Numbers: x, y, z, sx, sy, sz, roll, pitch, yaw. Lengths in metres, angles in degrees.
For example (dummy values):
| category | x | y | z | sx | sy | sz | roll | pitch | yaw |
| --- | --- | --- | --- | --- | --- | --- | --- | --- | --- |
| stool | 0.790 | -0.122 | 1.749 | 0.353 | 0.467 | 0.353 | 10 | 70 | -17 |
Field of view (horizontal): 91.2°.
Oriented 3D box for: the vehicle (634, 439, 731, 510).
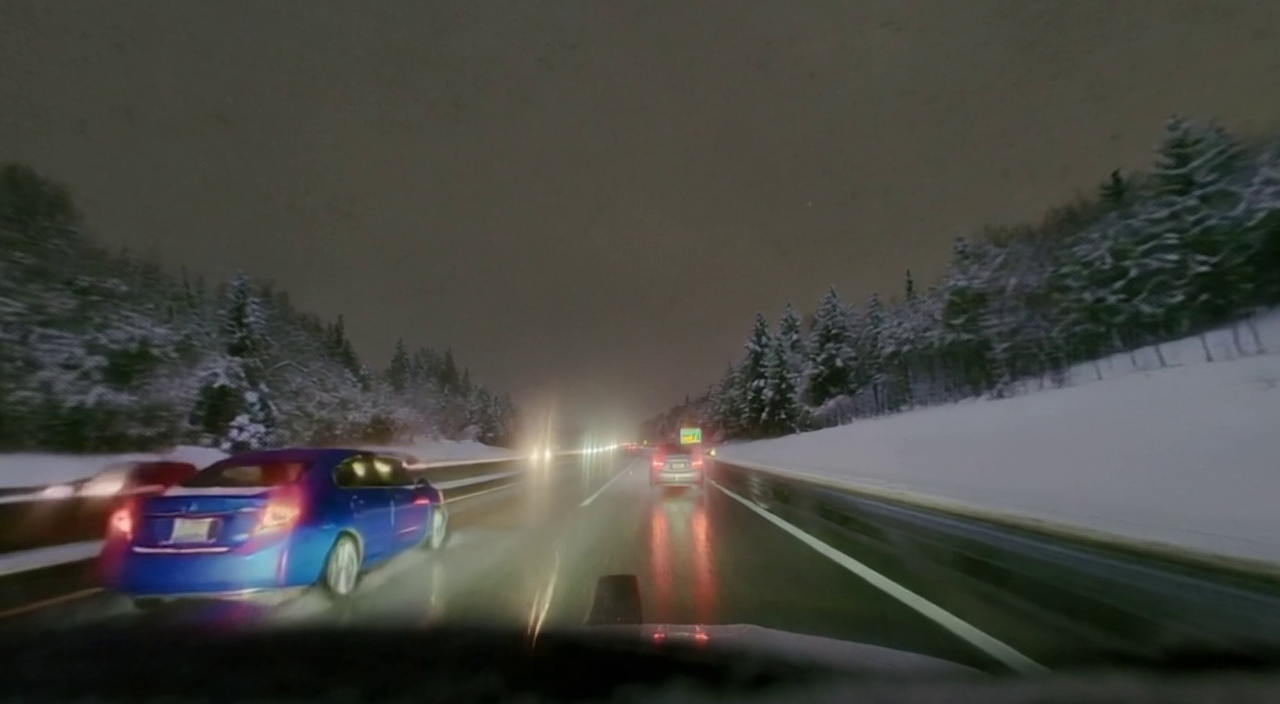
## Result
| category | x | y | z | sx | sy | sz | roll | pitch | yaw |
| --- | --- | --- | --- | --- | --- | --- | --- | --- | --- |
| vehicle | 0.929 | 3.043 | 16.059 | 2.021 | 1.533 | 4.014 | 0 | -9 | -3 |

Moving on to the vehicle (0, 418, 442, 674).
| category | x | y | z | sx | sy | sz | roll | pitch | yaw |
| --- | --- | --- | --- | --- | --- | --- | --- | --- | --- |
| vehicle | -3.485 | 1.538 | 6.109 | 2.083 | 1.548 | 4.251 | 0 | -9 | -5 |
